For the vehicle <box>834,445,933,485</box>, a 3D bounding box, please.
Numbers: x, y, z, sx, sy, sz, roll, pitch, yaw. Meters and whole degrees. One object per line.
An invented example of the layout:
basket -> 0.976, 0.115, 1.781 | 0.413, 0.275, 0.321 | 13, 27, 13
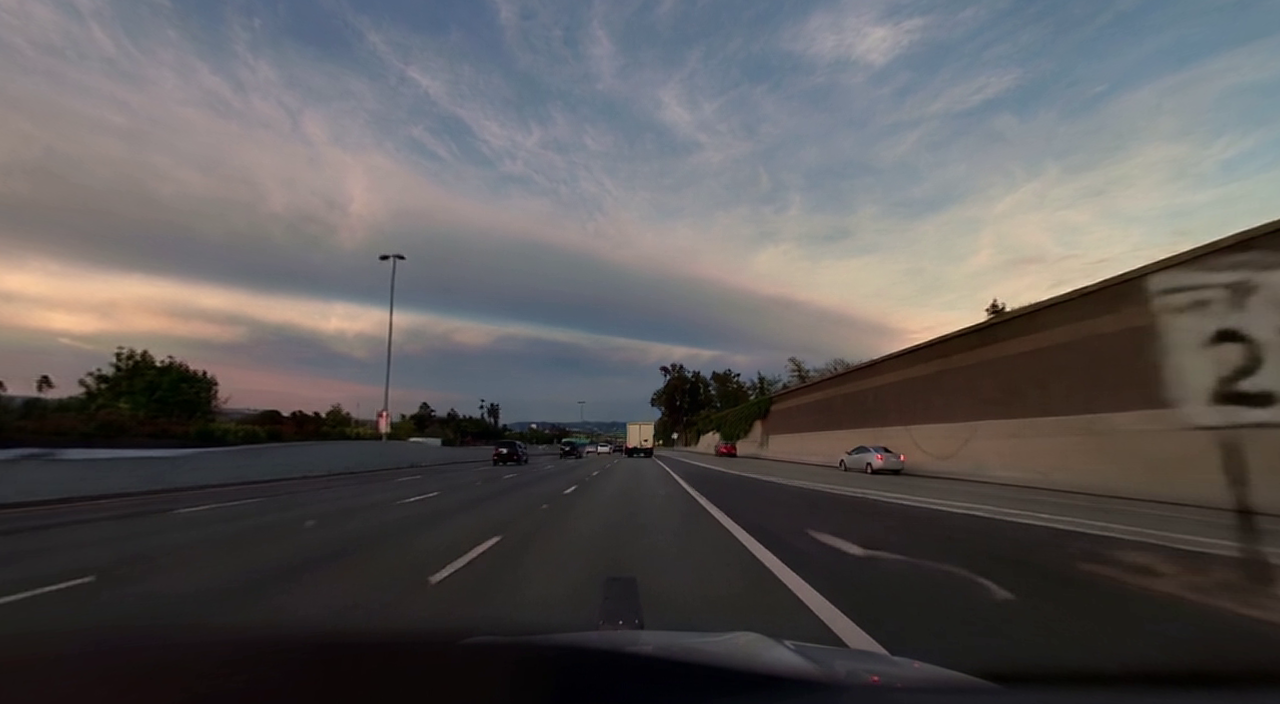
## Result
vehicle -> 10.288, 4.786, 27.038 | 2.075, 1.510, 4.569 | 1, -9, -6

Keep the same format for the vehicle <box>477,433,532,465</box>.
vehicle -> -9.823, 7.110, 46.363 | 2.571, 2.169, 6.443 | 0, -9, 1
